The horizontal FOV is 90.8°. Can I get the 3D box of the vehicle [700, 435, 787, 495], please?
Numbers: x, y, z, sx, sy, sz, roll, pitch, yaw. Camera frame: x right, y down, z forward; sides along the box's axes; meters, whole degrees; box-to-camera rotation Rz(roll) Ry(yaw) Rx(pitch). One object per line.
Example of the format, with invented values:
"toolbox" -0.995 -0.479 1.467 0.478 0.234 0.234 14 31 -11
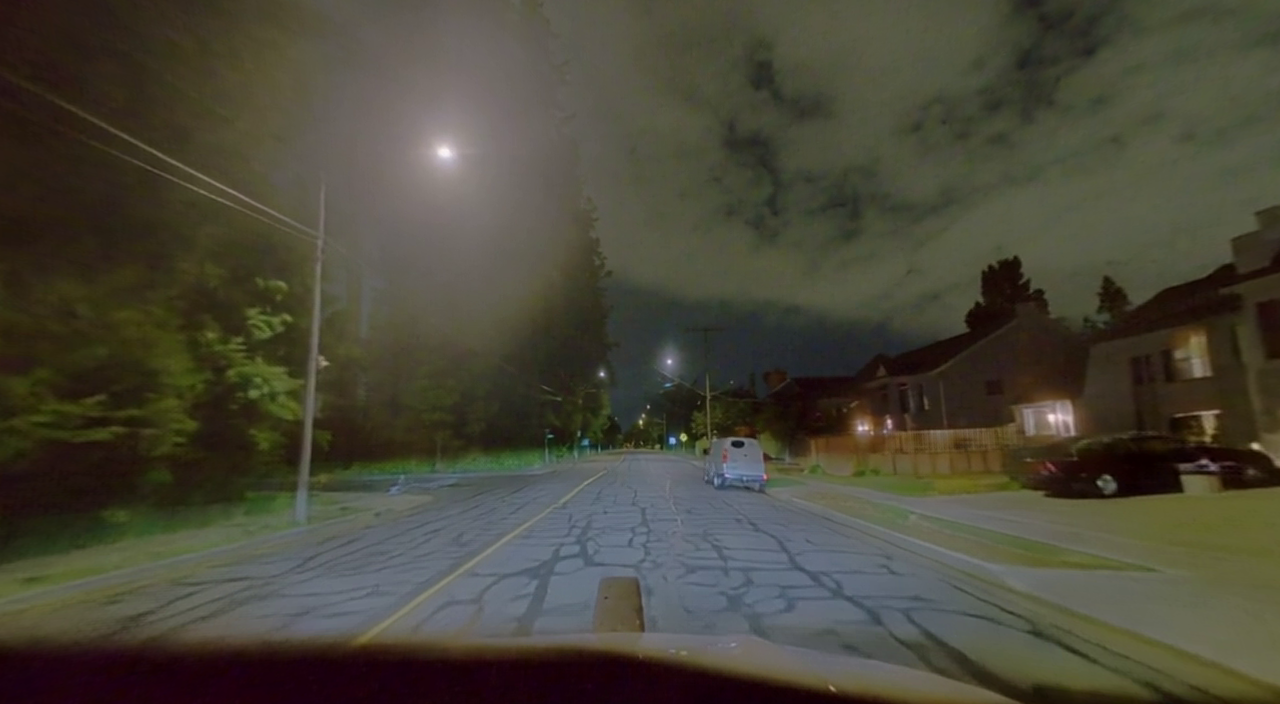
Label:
"vehicle" 3.196 3.594 20.477 2.086 1.726 4.384 0 -9 0
